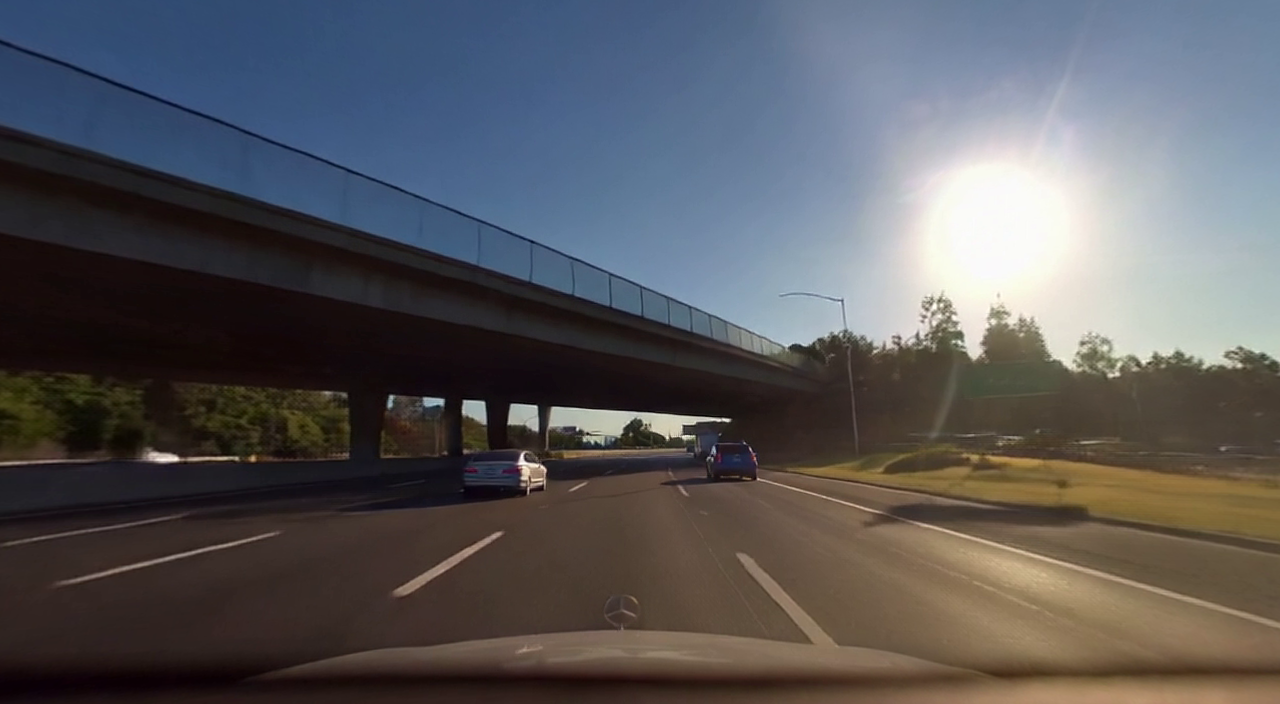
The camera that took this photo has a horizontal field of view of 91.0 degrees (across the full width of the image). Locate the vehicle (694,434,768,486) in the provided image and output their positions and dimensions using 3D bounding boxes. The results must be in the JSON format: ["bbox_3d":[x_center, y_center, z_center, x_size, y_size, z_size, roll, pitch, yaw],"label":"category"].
[{"bbox_3d":[3.445,4.188,24.705,2.225,1.833,4.340,0,-9,0],"label":"vehicle"}]

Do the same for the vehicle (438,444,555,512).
[{"bbox_3d":[-3.506,3.146,16.298,1.937,1.490,4.372,0,-9,1],"label":"vehicle"}]
